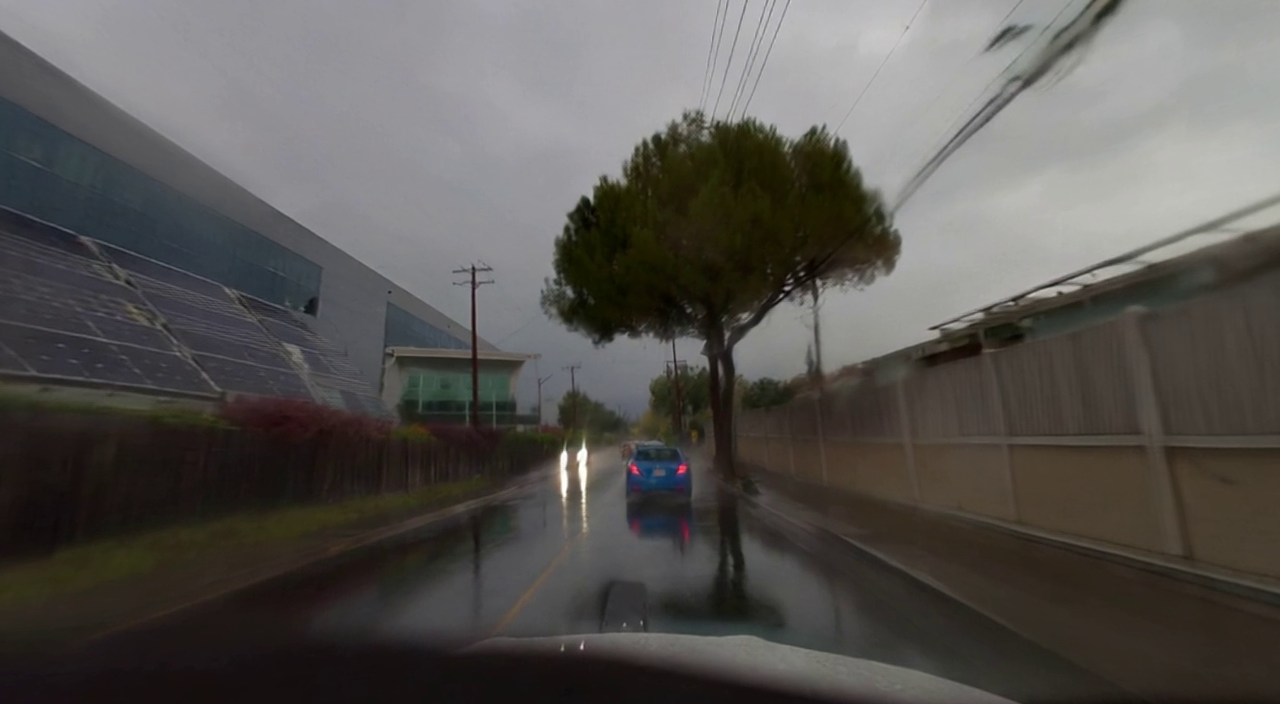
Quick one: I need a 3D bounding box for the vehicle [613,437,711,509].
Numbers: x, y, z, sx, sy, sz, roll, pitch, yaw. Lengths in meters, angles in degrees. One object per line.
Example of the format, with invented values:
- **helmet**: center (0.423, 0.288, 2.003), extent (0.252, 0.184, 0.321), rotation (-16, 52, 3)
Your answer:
- **vehicle**: center (0.483, 2.828, 15.296), extent (2.060, 1.487, 3.920), rotation (0, -8, 1)
